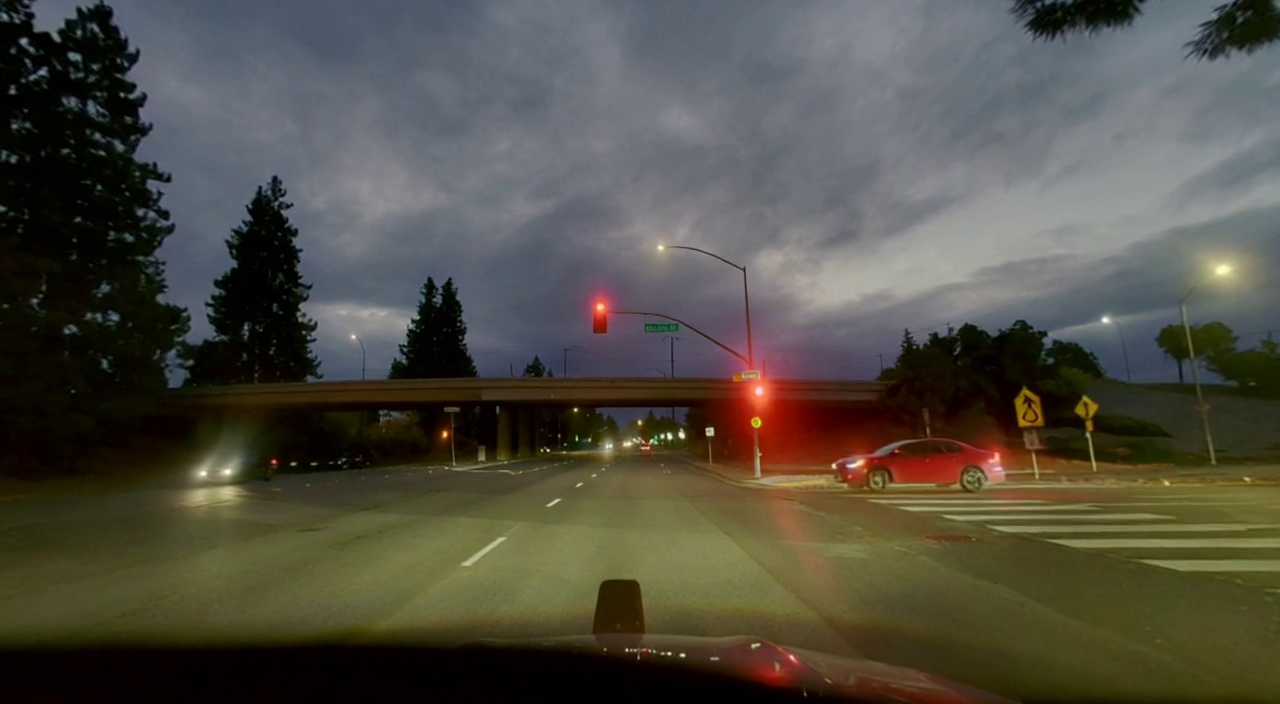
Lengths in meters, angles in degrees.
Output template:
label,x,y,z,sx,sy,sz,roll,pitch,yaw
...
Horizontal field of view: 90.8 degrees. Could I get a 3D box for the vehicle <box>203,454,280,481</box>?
label,x,y,z,sx,sy,sz,roll,pitch,yaw
vehicle,-23.922,6.909,38.112,1.834,1.482,4.310,0,-8,0

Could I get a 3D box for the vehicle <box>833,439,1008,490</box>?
label,x,y,z,sx,sy,sz,roll,pitch,yaw
vehicle,8.686,3.466,19.764,4.691,1.466,1.800,1,-9,-8
